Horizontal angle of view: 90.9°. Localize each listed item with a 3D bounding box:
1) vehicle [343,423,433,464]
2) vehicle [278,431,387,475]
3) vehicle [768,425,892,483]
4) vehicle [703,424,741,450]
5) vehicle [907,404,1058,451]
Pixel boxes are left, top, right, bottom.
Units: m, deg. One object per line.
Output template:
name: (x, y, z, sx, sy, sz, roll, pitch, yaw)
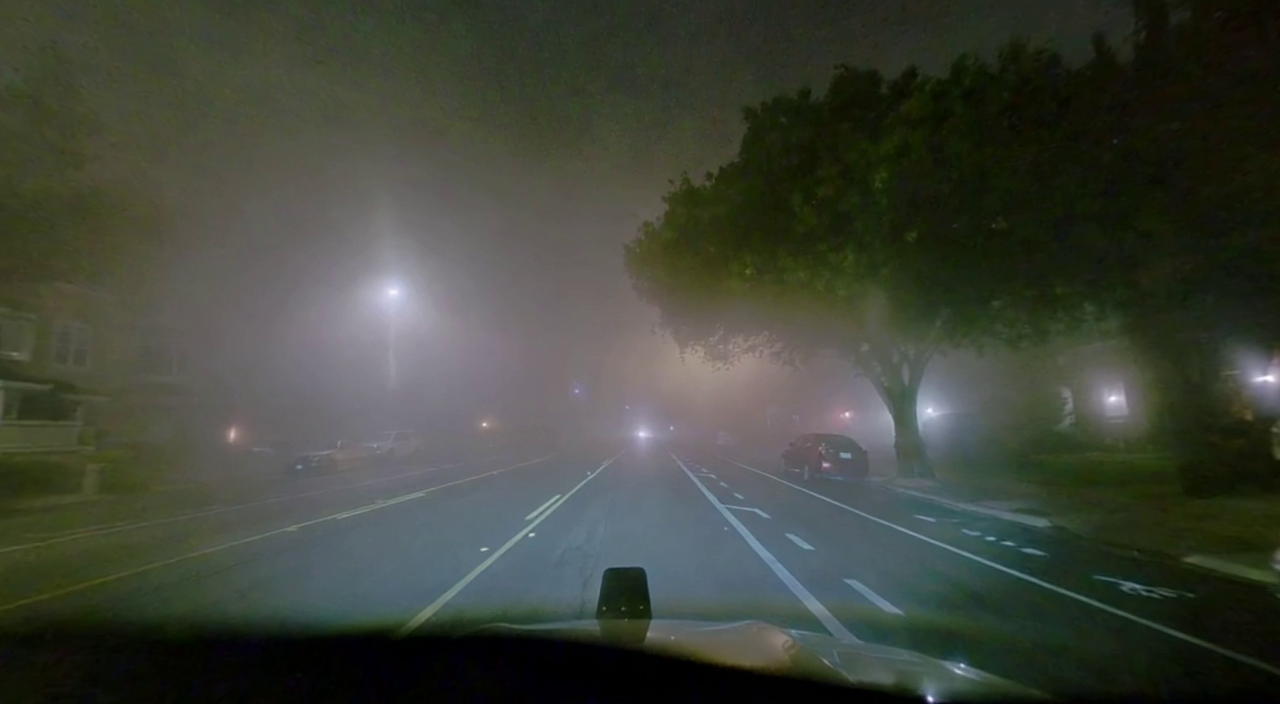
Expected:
vehicle: (-11.853, 4.393, 30.087, 2.228, 1.766, 4.770, 1, -9, 1)
vehicle: (-11.894, 3.882, 24.768, 1.940, 1.496, 4.654, -1, -7, 0)
vehicle: (5.192, 2.855, 17.875, 2.059, 1.449, 4.168, 0, -8, -2)
vehicle: (5.338, 5.628, 41.819, 1.885, 1.603, 5.235, 0, -7, 1)
vehicle: (13.898, 3.106, 25.795, 4.940, 1.764, 1.977, -1, -8, 1)
